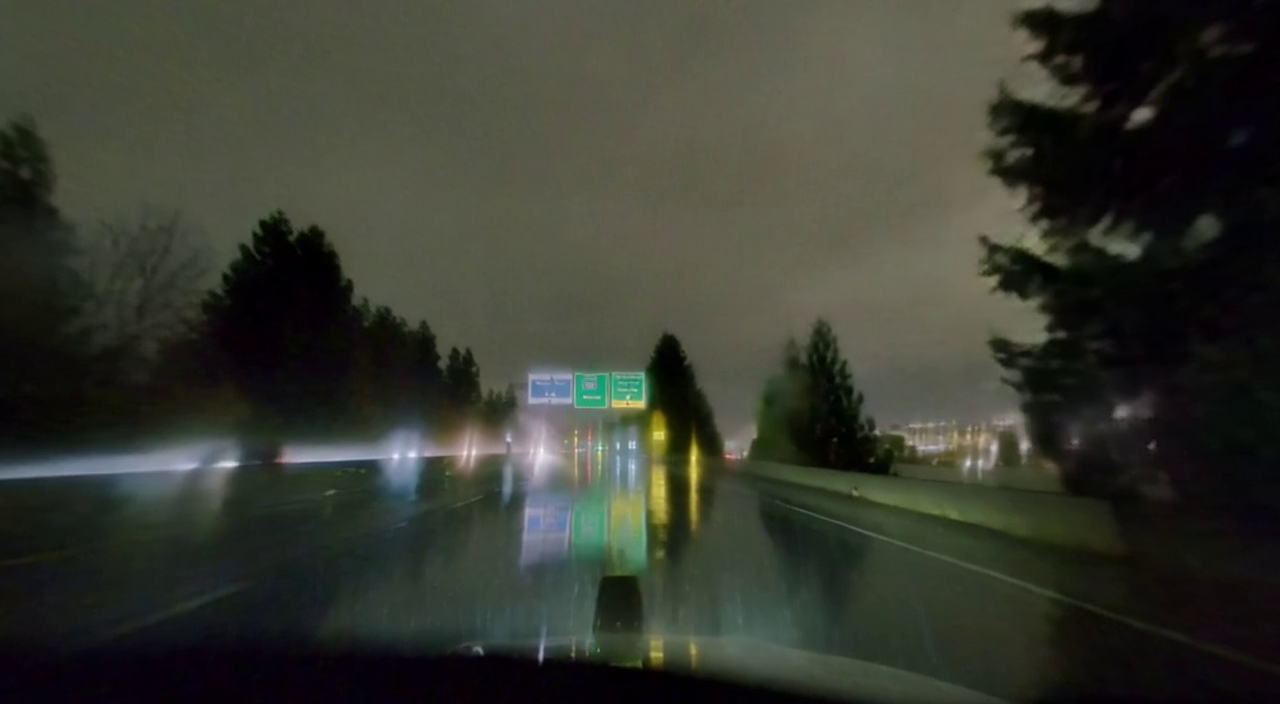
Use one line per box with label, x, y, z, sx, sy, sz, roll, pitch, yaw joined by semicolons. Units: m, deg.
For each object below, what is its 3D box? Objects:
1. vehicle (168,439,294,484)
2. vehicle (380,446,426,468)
vehicle;-15.444;4.147;24.001;1.916;1.524;4.522;0;-9;-3
vehicle;-17.036;7.538;45.250;1.821;1.465;4.446;0;-9;-3
